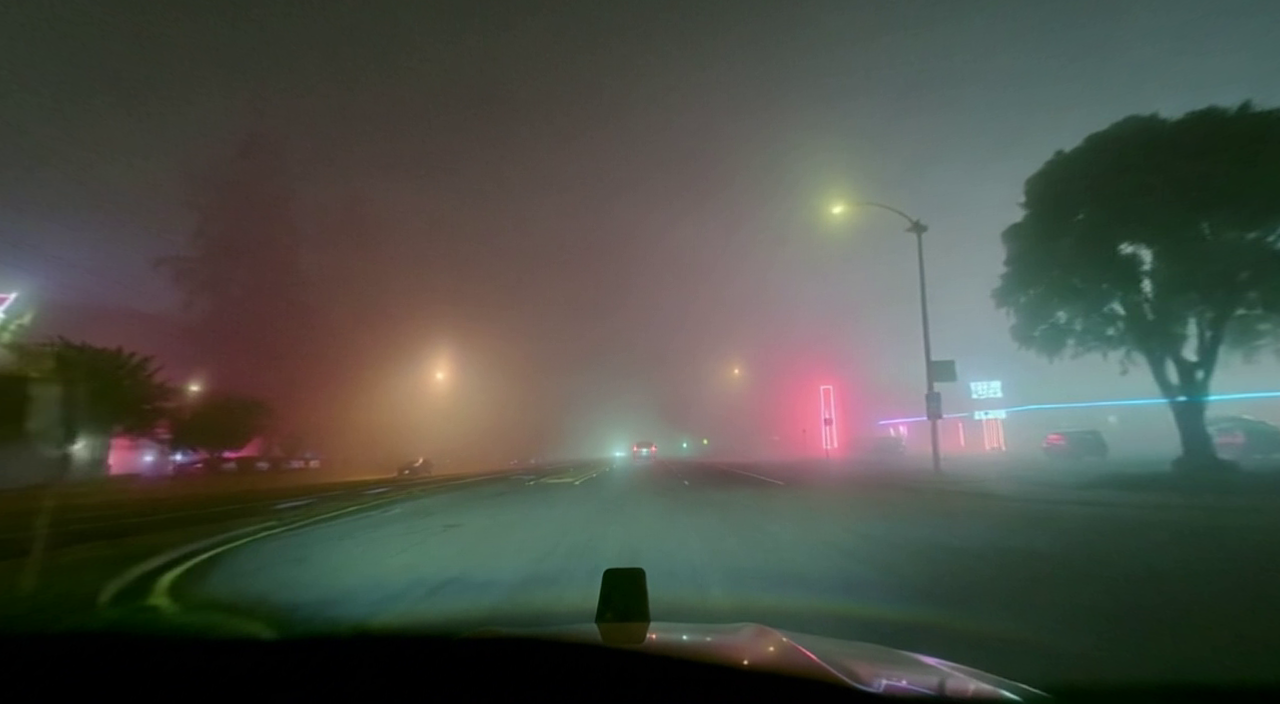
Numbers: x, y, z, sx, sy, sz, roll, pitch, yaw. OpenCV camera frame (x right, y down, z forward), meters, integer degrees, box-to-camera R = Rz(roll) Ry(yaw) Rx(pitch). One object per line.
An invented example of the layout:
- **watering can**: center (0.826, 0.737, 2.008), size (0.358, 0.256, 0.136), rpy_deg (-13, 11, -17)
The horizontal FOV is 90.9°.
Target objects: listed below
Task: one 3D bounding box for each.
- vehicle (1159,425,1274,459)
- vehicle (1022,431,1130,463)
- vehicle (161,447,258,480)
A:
- **vehicle**: center (29.765, 4.678, 32.734), size (1.854, 1.604, 4.333), rpy_deg (0, -8, 0)
- **vehicle**: center (22.313, 4.890, 32.561), size (2.009, 1.533, 5.047), rpy_deg (0, -8, 0)
- **vehicle**: center (-26.272, 6.768, 38.601), size (4.633, 1.923, 2.074), rpy_deg (6, -10, -33)
